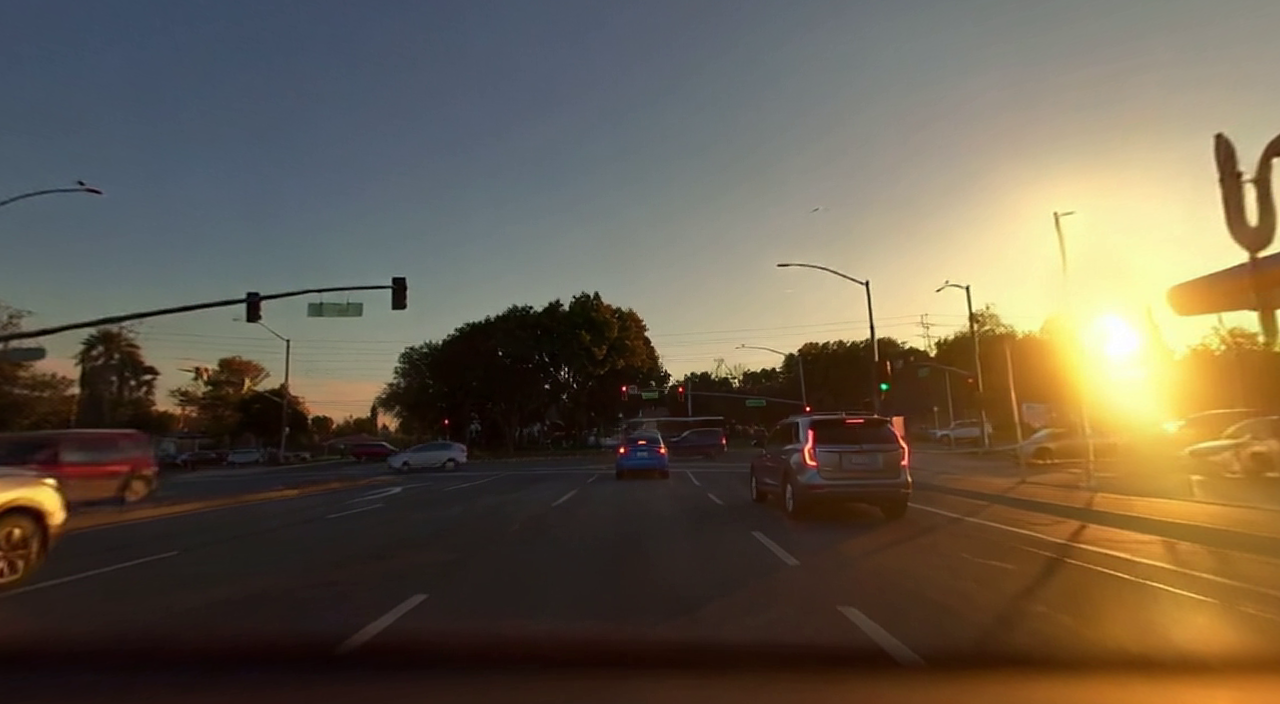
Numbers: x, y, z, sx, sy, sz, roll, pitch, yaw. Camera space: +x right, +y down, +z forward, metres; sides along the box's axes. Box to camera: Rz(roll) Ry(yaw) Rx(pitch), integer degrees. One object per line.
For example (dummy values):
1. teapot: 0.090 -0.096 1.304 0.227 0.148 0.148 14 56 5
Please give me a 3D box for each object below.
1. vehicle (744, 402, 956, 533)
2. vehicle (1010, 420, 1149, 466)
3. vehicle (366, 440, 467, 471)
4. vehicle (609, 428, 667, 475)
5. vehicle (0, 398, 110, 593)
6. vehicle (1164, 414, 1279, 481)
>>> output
1. vehicle: 3.234 1.901 10.841 2.083 1.779 4.347 0 -8 -1
2. vehicle: 16.797 3.489 24.233 3.848 1.674 1.887 0 -8 2
3. vehicle: -11.626 5.410 33.133 1.835 1.485 4.788 -5 -10 32
4. vehicle: -0.030 3.893 24.801 2.067 1.702 3.987 0 -8 1
5. vehicle: -6.932 1.125 4.466 2.011 1.774 4.866 0 -8 1
6. vehicle: 15.837 2.373 15.685 3.793 1.549 2.010 0 -8 -2
